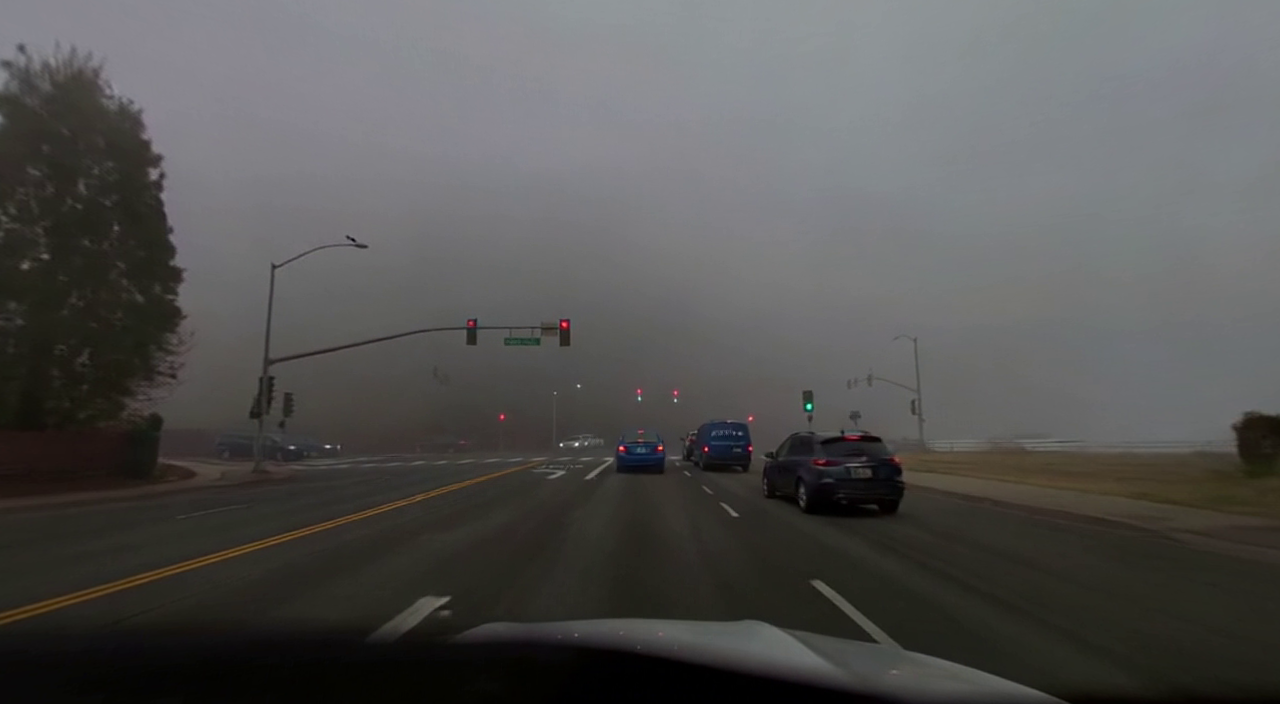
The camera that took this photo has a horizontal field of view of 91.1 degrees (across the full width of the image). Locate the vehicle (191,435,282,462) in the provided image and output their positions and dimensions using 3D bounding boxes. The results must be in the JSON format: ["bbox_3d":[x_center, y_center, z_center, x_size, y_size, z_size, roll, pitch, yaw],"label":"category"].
[{"bbox_3d":[-28.035,6.709,43.741,4.757,1.841,2.121,1,-9,-7],"label":"vehicle"}]

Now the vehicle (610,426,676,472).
[{"bbox_3d":[0.157,3.745,24.345,2.321,1.624,4.367,0,-9,1],"label":"vehicle"}]

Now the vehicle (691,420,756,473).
[{"bbox_3d":[3.250,3.796,25.298,2.059,1.924,4.257,0,-9,0],"label":"vehicle"}]

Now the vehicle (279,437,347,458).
[{"bbox_3d":[-24.931,7.294,47.939,4.073,1.603,1.920,1,-9,-8],"label":"vehicle"}]

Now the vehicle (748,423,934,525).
[{"bbox_3d":[3.414,2.178,11.745,1.934,1.506,4.544,0,-9,-1],"label":"vehicle"}]
